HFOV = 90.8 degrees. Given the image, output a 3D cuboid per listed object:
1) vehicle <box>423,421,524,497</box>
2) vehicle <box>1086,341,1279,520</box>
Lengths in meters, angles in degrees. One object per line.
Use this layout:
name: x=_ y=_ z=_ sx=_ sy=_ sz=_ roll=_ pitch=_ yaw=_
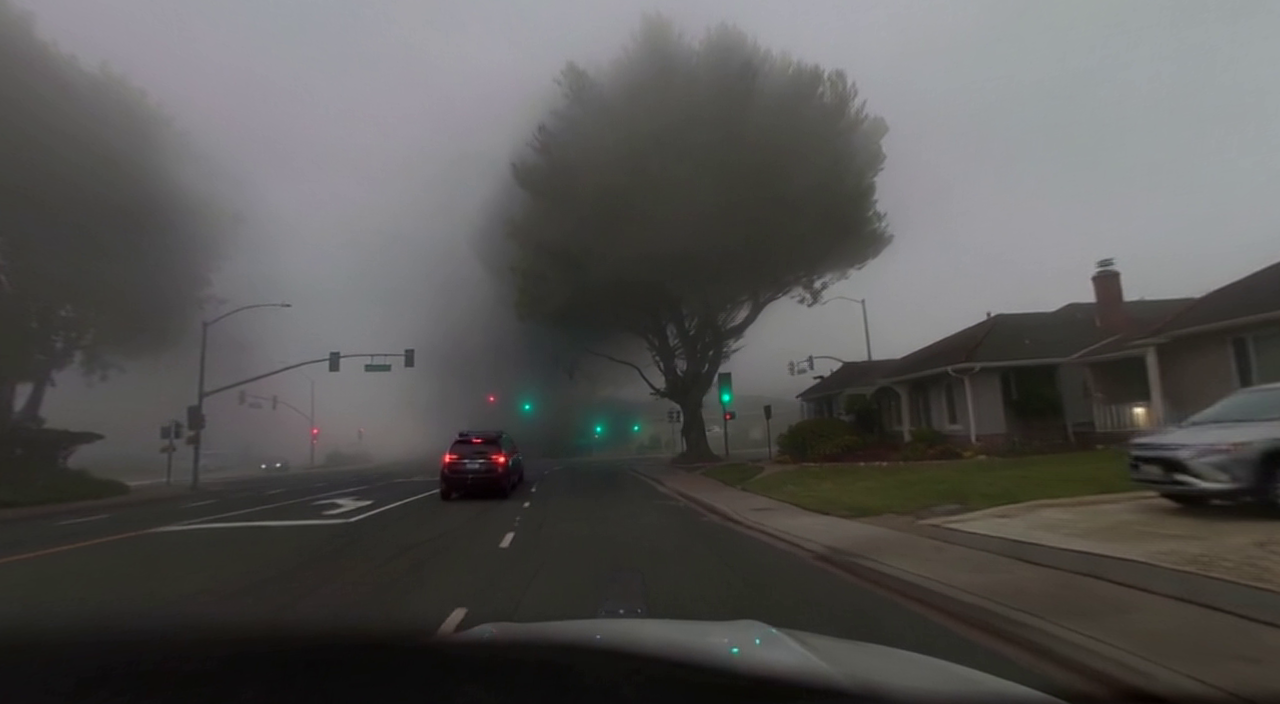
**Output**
vehicle: x=-4.510 y=3.000 z=17.880 sx=2.041 sy=1.834 sz=4.679 roll=1 pitch=-9 yaw=-6
vehicle: x=7.929 y=0.885 z=6.939 sx=4.663 sy=1.618 sz=1.962 roll=1 pitch=-9 yaw=-6
